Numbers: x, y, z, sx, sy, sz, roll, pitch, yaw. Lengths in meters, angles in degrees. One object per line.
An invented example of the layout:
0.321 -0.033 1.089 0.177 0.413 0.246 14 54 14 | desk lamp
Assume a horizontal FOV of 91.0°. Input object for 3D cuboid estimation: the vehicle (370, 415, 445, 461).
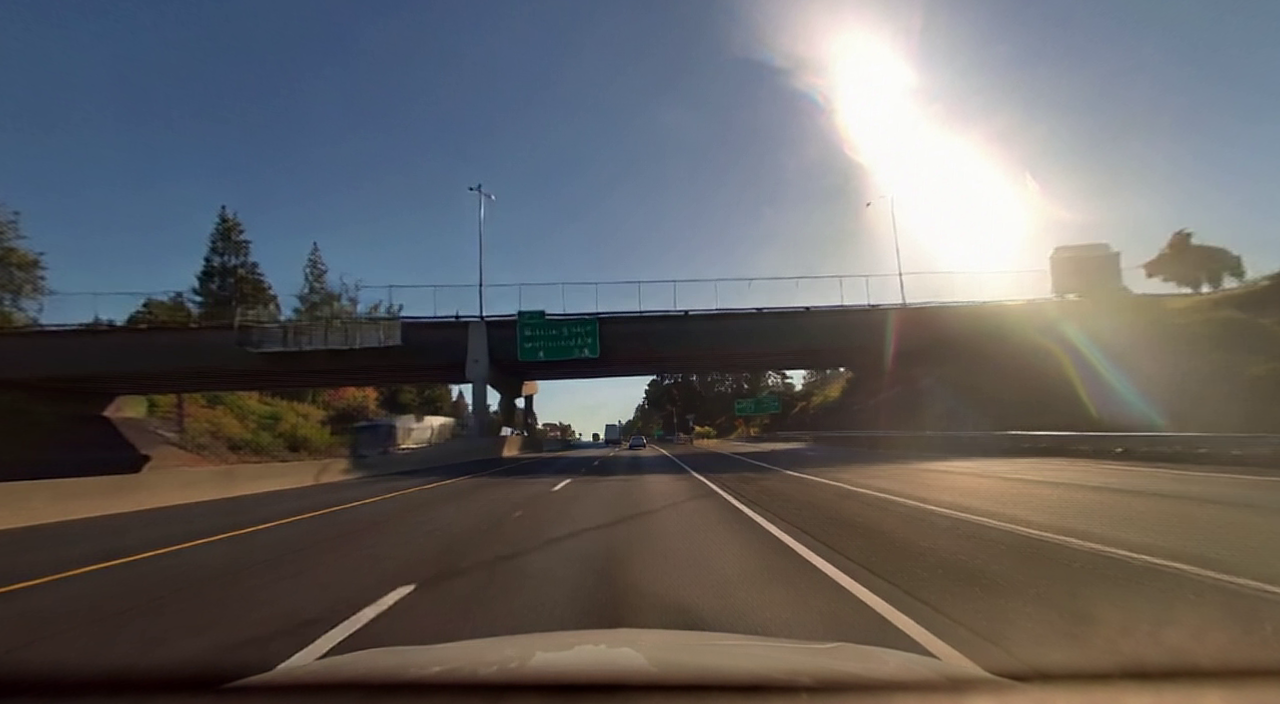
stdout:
-16.873 6.325 46.276 2.477 3.056 7.996 0 -8 0 | vehicle
